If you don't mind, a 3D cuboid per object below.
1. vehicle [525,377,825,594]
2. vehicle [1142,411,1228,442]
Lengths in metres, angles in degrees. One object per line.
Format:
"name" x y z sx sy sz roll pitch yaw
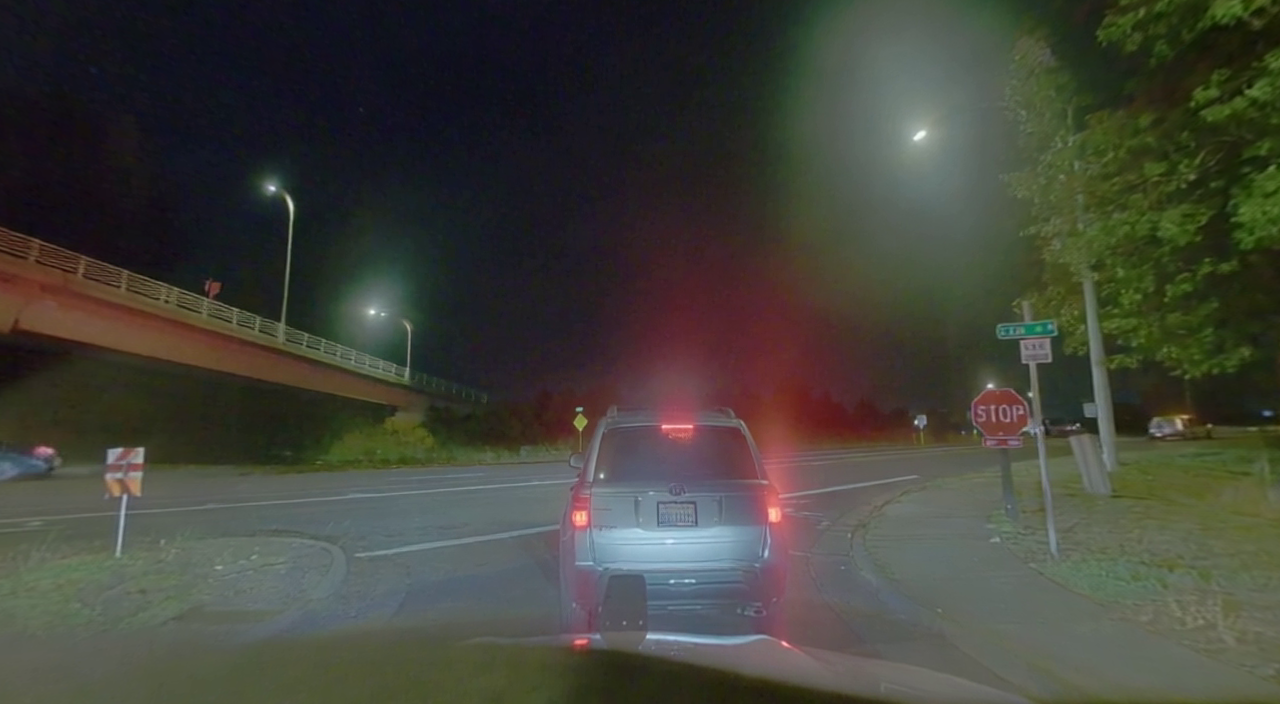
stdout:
"vehicle" 0.324 1.440 7.524 2.494 1.804 4.336 0 -9 1
"vehicle" 31.844 4.400 36.827 4.413 1.717 2.073 4 -10 -26
